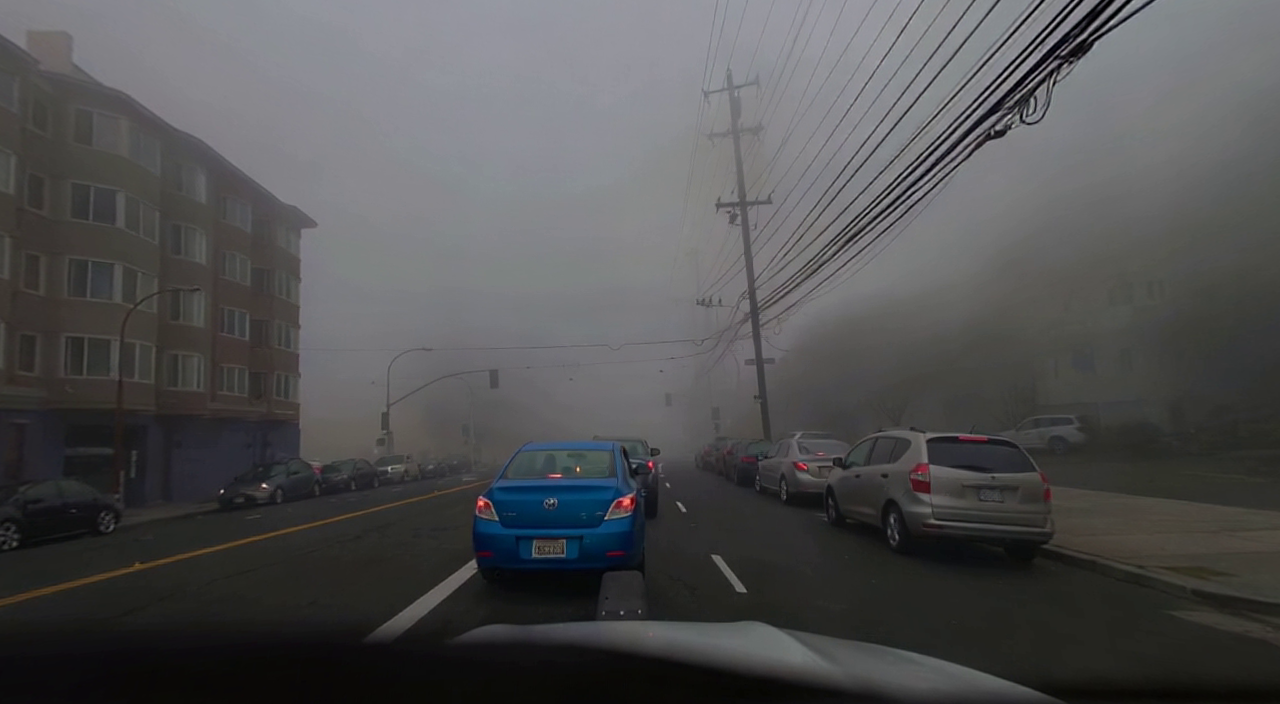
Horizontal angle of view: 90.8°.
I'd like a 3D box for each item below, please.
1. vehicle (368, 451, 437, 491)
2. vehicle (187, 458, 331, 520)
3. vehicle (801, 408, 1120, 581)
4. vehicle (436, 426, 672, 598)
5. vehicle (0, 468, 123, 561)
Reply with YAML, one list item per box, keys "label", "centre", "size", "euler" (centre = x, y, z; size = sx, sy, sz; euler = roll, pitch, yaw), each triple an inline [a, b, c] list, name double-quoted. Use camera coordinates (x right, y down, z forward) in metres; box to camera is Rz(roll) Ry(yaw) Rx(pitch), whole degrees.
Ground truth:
- label: "vehicle"
  centre: [-11.921, 5.944, 31.942]
  size: [2.011, 1.687, 4.079]
  euler: [-4, -8, -2]
- label: "vehicle"
  centre: [-11.856, 4.233, 20.044]
  size: [1.868, 1.491, 4.367]
  euler: [-5, -8, 0]
- label: "vehicle"
  centre: [3.793, 1.761, 8.614]
  size: [1.967, 1.721, 4.410]
  euler: [0, -8, -1]
- label: "vehicle"
  centre: [-0.711, 1.714, 7.772]
  size: [2.019, 1.453, 4.603]
  euler: [0, -8, 1]
- label: "vehicle"
  centre: [-11.911, 2.903, 11.021]
  size: [1.850, 1.487, 4.711]
  euler: [-3, -8, -1]
